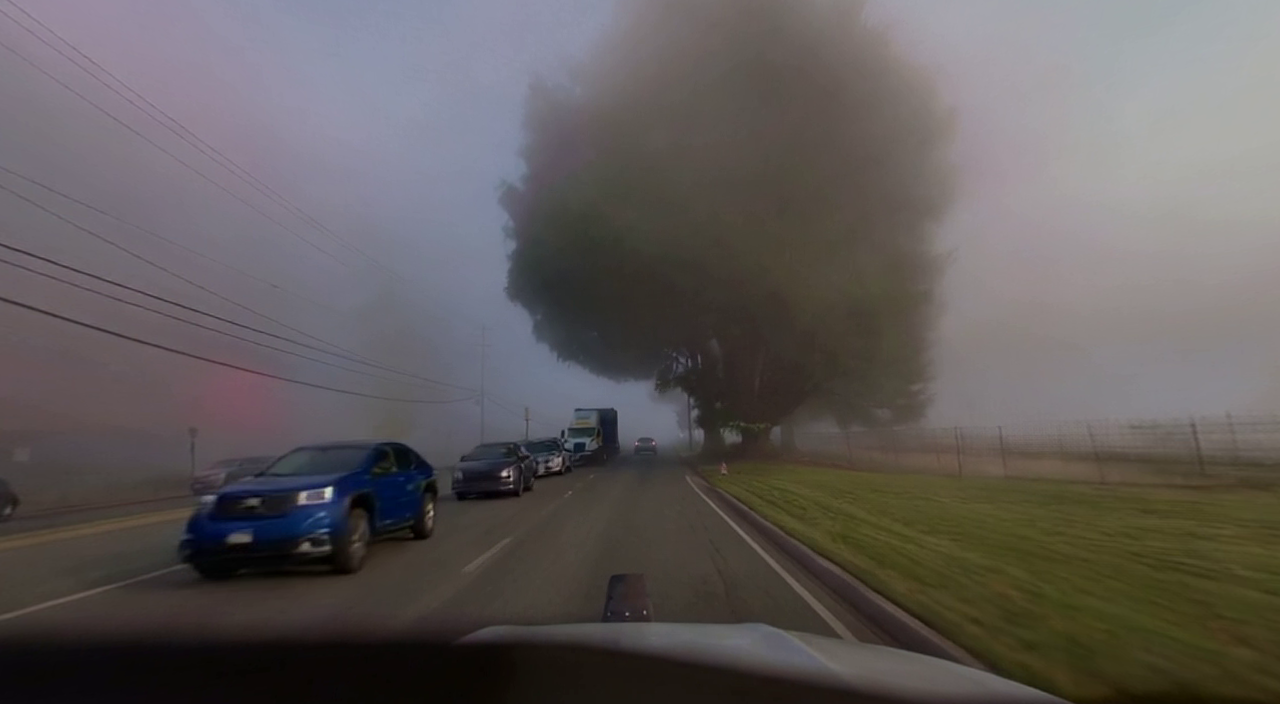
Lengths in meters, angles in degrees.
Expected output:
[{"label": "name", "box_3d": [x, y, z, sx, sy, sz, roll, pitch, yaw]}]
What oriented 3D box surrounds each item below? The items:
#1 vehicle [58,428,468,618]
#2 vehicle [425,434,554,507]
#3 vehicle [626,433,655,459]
[{"label": "vehicle", "box_3d": [-3.517, 1.642, 7.040, 1.998, 1.466, 4.124, 0, -8, 0]}, {"label": "vehicle", "box_3d": [-3.403, 2.769, 15.244, 1.972, 1.486, 4.547, 0, -8, 1]}, {"label": "vehicle", "box_3d": [0.013, 7.287, 48.817, 2.117, 1.861, 4.095, 0, -8, 0]}]
